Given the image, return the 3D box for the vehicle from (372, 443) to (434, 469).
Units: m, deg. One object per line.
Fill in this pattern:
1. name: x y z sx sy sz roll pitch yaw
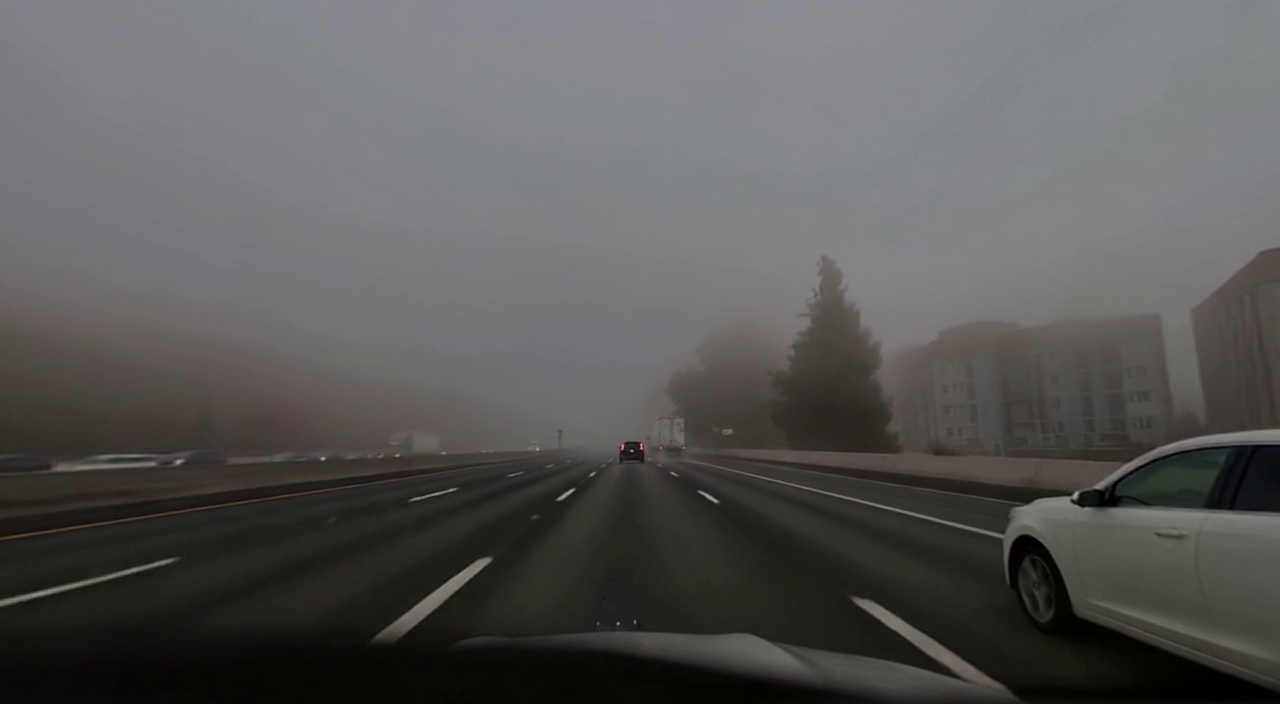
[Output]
1. vehicle: -18.341 8.077 49.294 2.356 1.839 6.133 -1 -9 2

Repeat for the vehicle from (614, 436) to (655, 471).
1. vehicle: -0.356 6.038 37.761 2.297 1.912 4.355 0 -9 -1

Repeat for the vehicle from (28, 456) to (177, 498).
1. vehicle: -22.231 5.164 26.446 2.087 1.499 4.726 0 -9 0

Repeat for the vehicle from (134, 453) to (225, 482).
1. vehicle: -26.002 6.523 35.898 1.859 1.483 4.494 0 -9 -1

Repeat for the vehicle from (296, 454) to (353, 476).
1. vehicle: -22.416 8.054 45.082 1.810 1.425 4.316 0 -9 0

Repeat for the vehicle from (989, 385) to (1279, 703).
1. vehicle: 3.735 0.937 2.676 1.950 1.596 4.326 0 -9 -1
